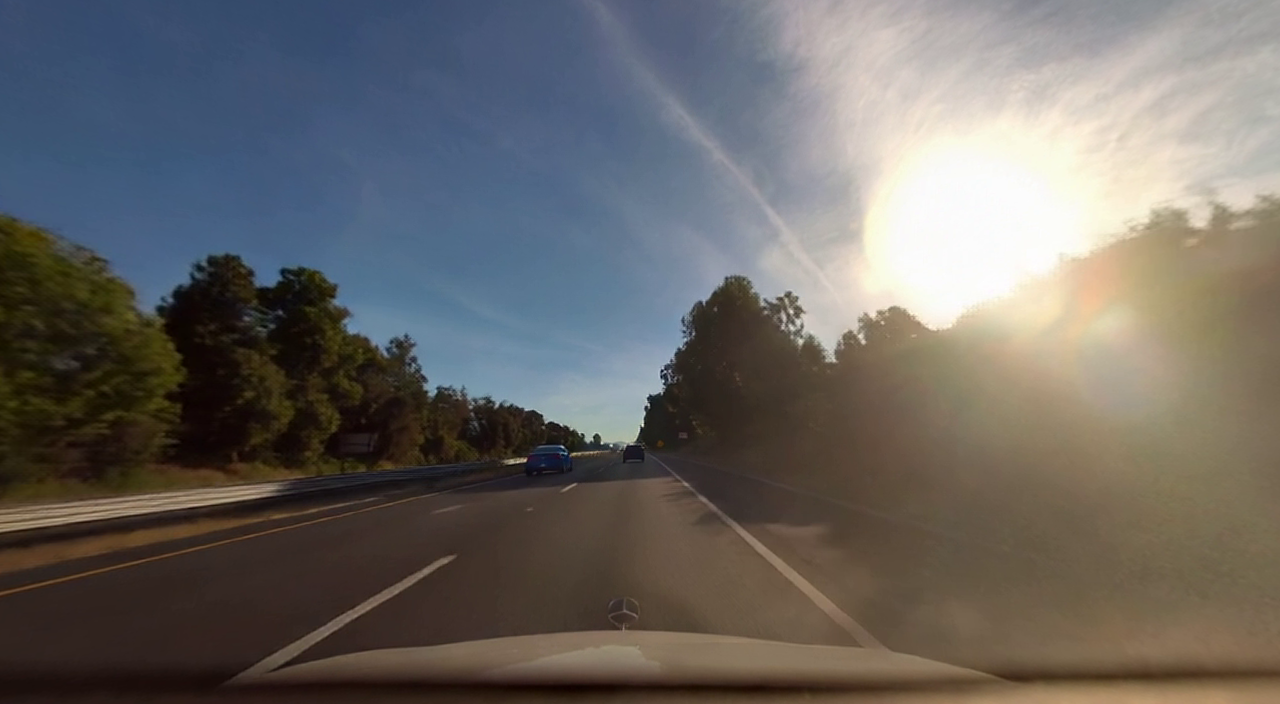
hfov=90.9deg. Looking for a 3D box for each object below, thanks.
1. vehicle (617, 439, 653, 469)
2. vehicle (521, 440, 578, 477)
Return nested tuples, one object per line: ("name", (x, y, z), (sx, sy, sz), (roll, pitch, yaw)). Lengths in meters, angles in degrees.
("vehicle", (-0.274, 6.357, 39.303), (2.126, 1.786, 3.958), (0, -9, 0))
("vehicle", (-4.336, 5.196, 30.830), (2.113, 1.656, 4.215), (0, -9, 1))
